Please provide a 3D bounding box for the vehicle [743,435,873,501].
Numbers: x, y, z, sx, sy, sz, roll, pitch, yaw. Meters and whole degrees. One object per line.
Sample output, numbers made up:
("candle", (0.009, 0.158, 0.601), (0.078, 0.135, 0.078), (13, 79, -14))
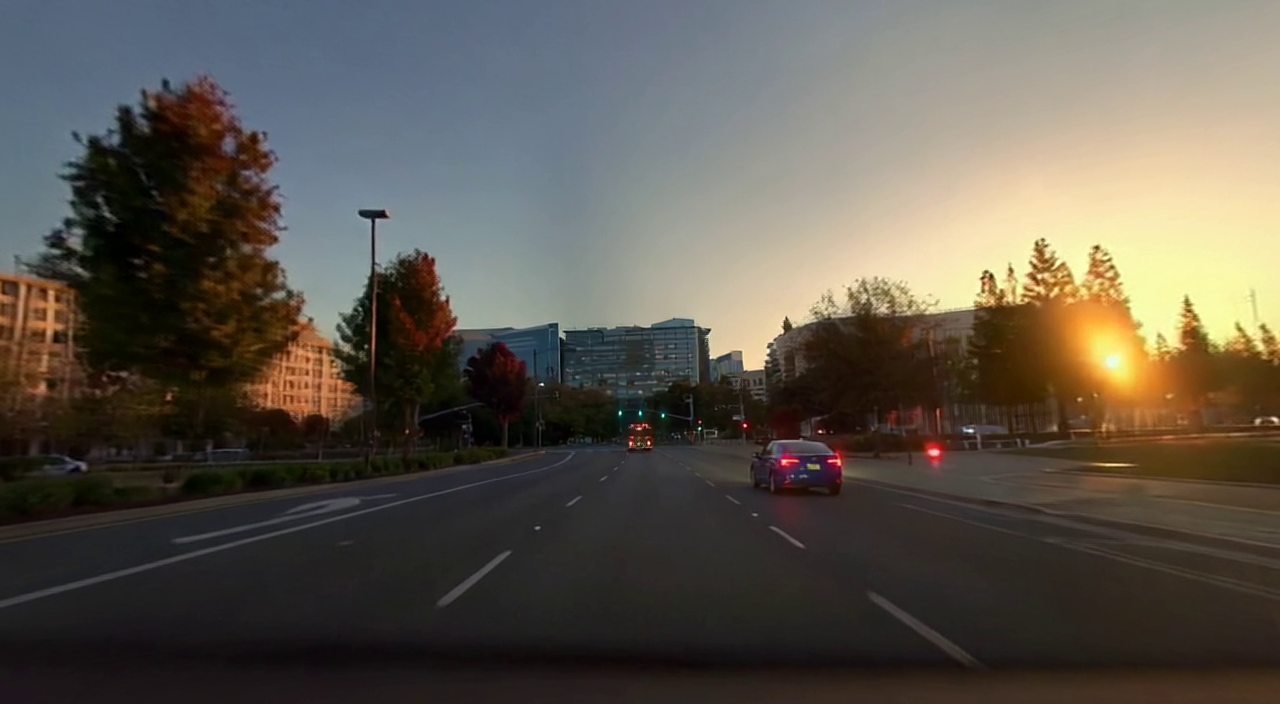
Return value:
("vehicle", (4.136, 2.921, 16.410), (2.005, 1.442, 4.675), (0, -8, -1))
